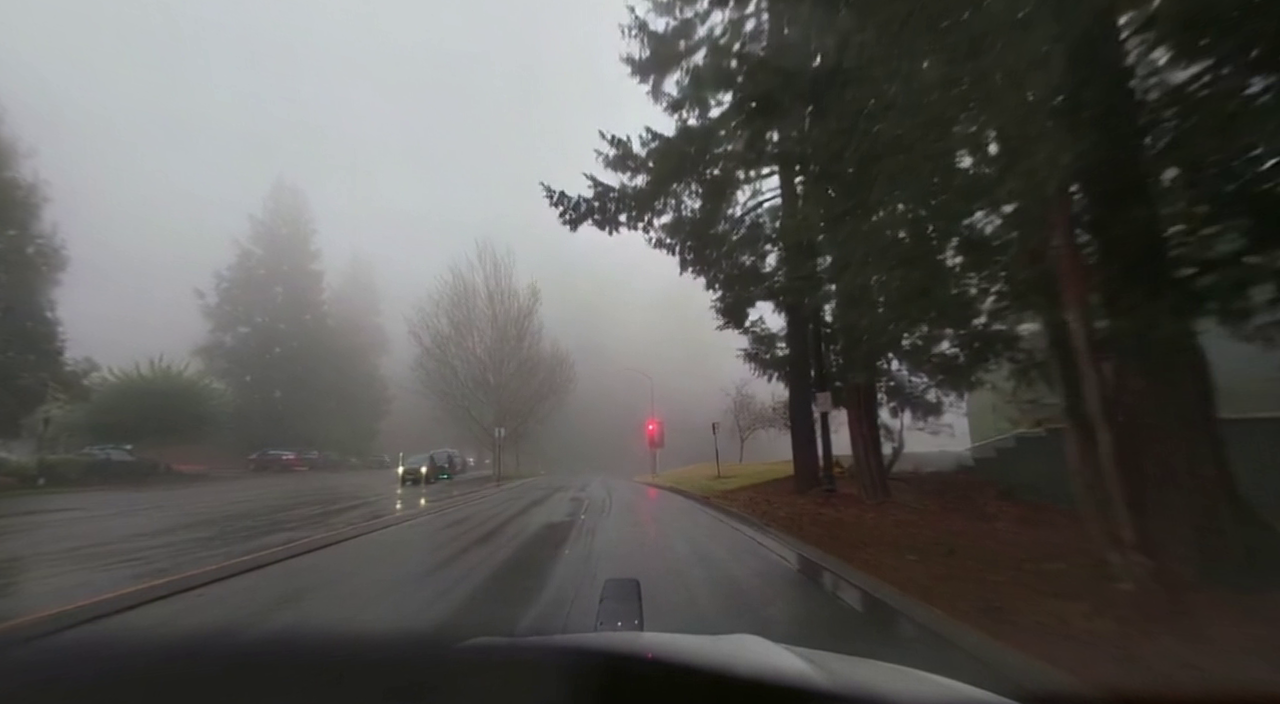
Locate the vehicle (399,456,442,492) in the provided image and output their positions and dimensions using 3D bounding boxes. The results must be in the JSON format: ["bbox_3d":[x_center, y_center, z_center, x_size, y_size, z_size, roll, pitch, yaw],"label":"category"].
[{"bbox_3d":[-12.013,6.555,34.218,1.861,1.736,4.241,2,-9,-24],"label":"vehicle"}]
